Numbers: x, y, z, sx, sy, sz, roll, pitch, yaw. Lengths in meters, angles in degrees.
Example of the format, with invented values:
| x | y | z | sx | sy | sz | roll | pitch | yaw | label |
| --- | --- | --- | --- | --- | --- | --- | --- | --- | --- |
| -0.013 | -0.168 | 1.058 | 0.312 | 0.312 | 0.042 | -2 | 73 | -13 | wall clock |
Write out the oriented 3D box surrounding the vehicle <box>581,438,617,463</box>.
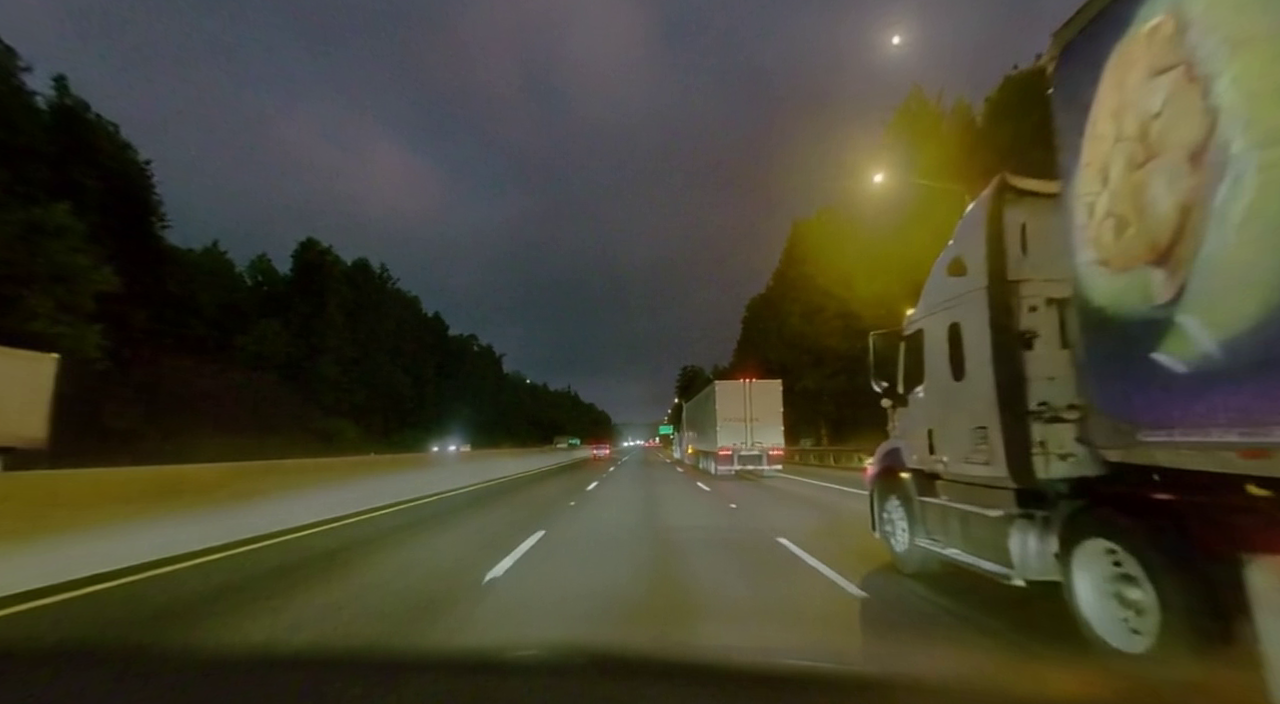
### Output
| x | y | z | sx | sy | sz | roll | pitch | yaw | label |
| --- | --- | --- | --- | --- | --- | --- | --- | --- | --- |
| -2.865 | 6.966 | 44.705 | 2.206 | 1.644 | 4.027 | -1 | -8 | 1 | vehicle |

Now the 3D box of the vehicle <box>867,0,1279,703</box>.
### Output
| x | y | z | sx | sy | sz | roll | pitch | yaw | label |
| --- | --- | --- | --- | --- | --- | --- | --- | --- | --- |
| 3.694 | -0.408 | 3.566 | 2.937 | 4.134 | 4.689 | -1 | -7 | 1 | vehicle |

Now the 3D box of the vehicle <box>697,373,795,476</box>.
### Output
| x | y | z | sx | sy | sz | roll | pitch | yaw | label |
| --- | --- | --- | --- | --- | --- | --- | --- | --- | --- |
| 4.556 | 3.413 | 29.264 | 3.085 | 4.062 | 8.965 | 0 | -7 | 1 | vehicle |

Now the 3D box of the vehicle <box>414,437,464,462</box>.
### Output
| x | y | z | sx | sy | sz | roll | pitch | yaw | label |
| --- | --- | --- | --- | --- | --- | --- | --- | --- | --- |
| -12.484 | 6.083 | 39.294 | 1.834 | 1.441 | 3.603 | -1 | -8 | 1 | vehicle |
